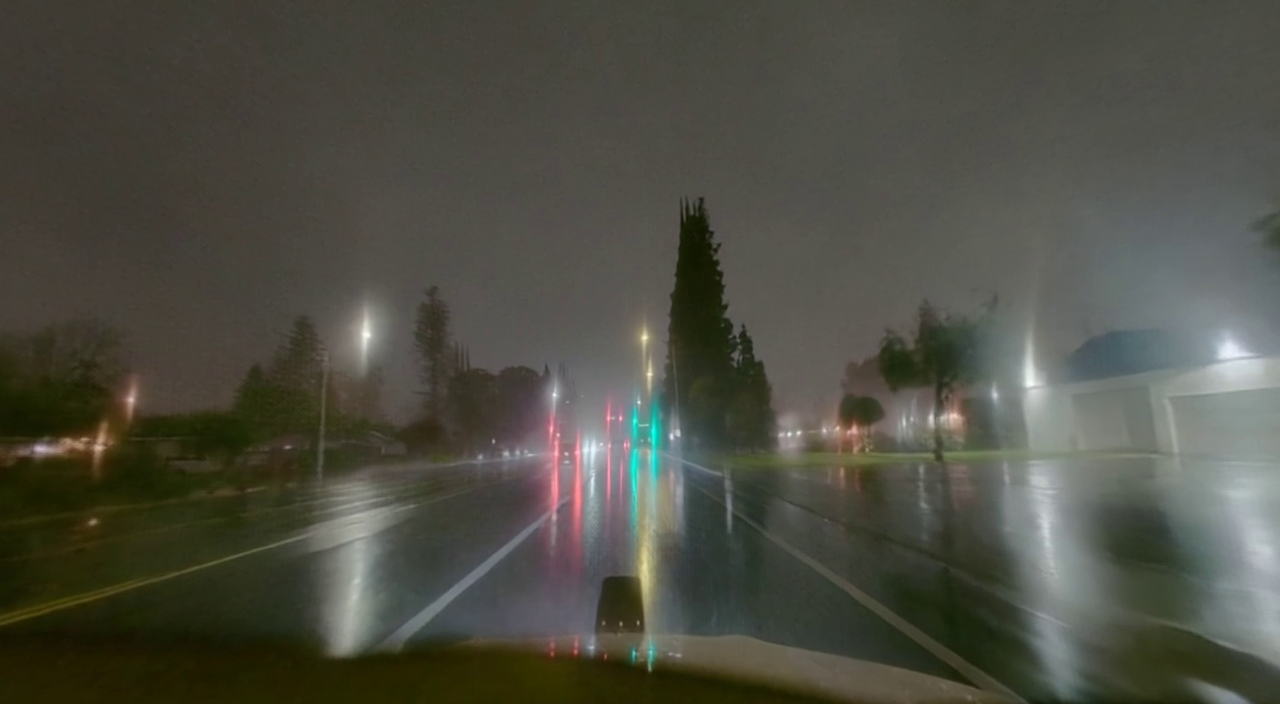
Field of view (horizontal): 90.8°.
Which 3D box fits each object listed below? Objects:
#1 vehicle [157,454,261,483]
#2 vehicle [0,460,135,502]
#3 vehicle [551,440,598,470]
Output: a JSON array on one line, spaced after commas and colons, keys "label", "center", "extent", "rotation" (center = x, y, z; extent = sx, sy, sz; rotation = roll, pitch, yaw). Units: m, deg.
[{"label": "vehicle", "center": [-23.908, 6.457, 35.175], "extent": [4.235, 1.456, 2.171], "rotation": [0, -8, 0]}, {"label": "vehicle", "center": [-22.227, 4.886, 24.121], "extent": [4.252, 1.458, 1.915], "rotation": [0, -8, 1]}, {"label": "vehicle", "center": [-3.415, 5.444, 33.656], "extent": [2.030, 1.467, 4.251], "rotation": [0, -8, 0]}]
